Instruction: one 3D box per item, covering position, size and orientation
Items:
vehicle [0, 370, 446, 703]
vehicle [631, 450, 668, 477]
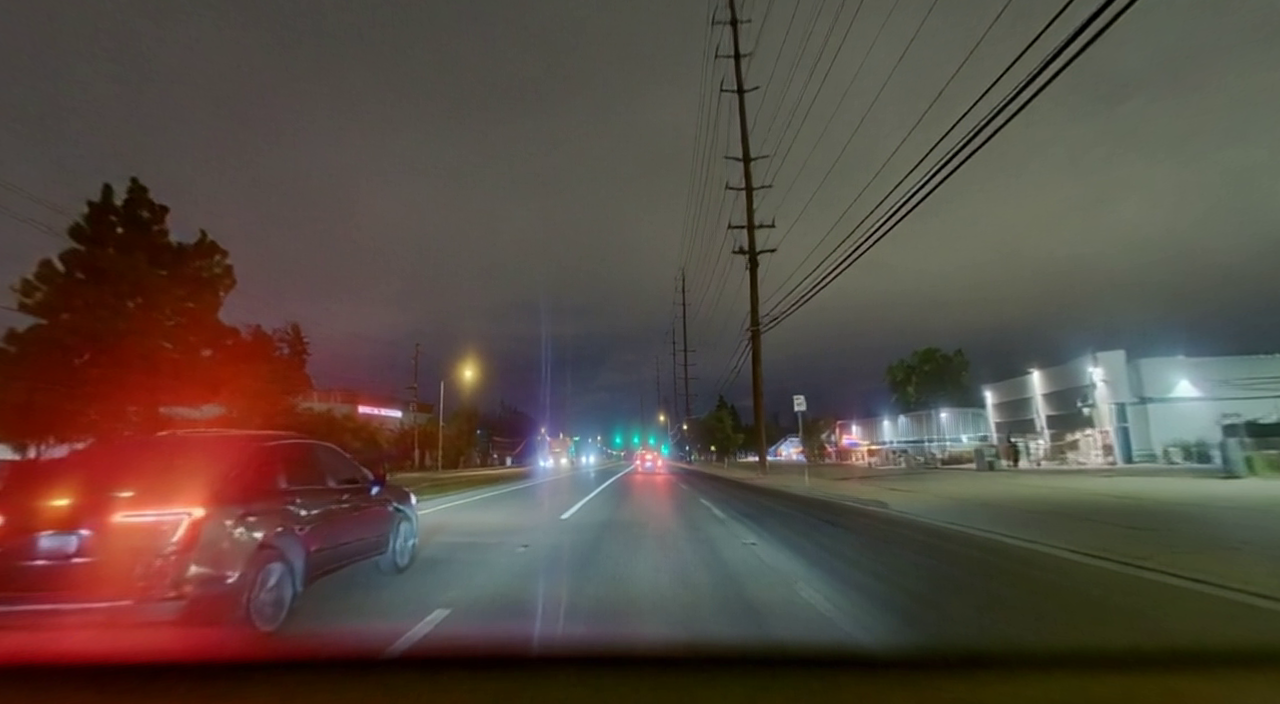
[{"bbox_3d":[-3.404,1.274,5.041,2.169,1.679,4.723,0,-9,0],"label":"vehicle"},{"bbox_3d":[0.509,6.741,38.291,2.114,1.492,4.453,0,-9,-1],"label":"vehicle"}]
